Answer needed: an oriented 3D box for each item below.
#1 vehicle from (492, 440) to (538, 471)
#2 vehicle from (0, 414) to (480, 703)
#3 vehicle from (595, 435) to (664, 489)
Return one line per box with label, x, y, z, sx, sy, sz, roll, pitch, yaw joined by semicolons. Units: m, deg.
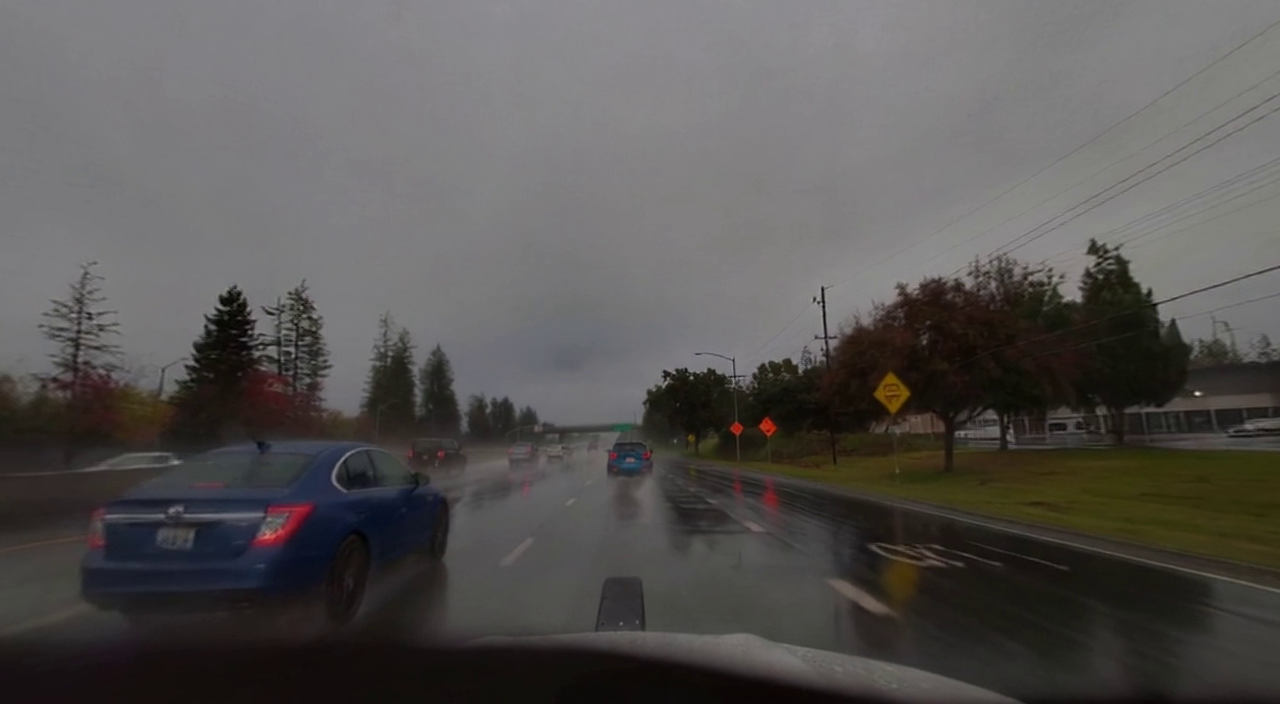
vehicle;-7.436;6.164;37.872;1.914;1.756;4.179;0;-9;0
vehicle;-3.137;1.442;5.673;2.174;1.510;4.636;0;-9;0
vehicle;-0.377;3.711;21.575;2.140;1.653;4.108;0;-9;-1
